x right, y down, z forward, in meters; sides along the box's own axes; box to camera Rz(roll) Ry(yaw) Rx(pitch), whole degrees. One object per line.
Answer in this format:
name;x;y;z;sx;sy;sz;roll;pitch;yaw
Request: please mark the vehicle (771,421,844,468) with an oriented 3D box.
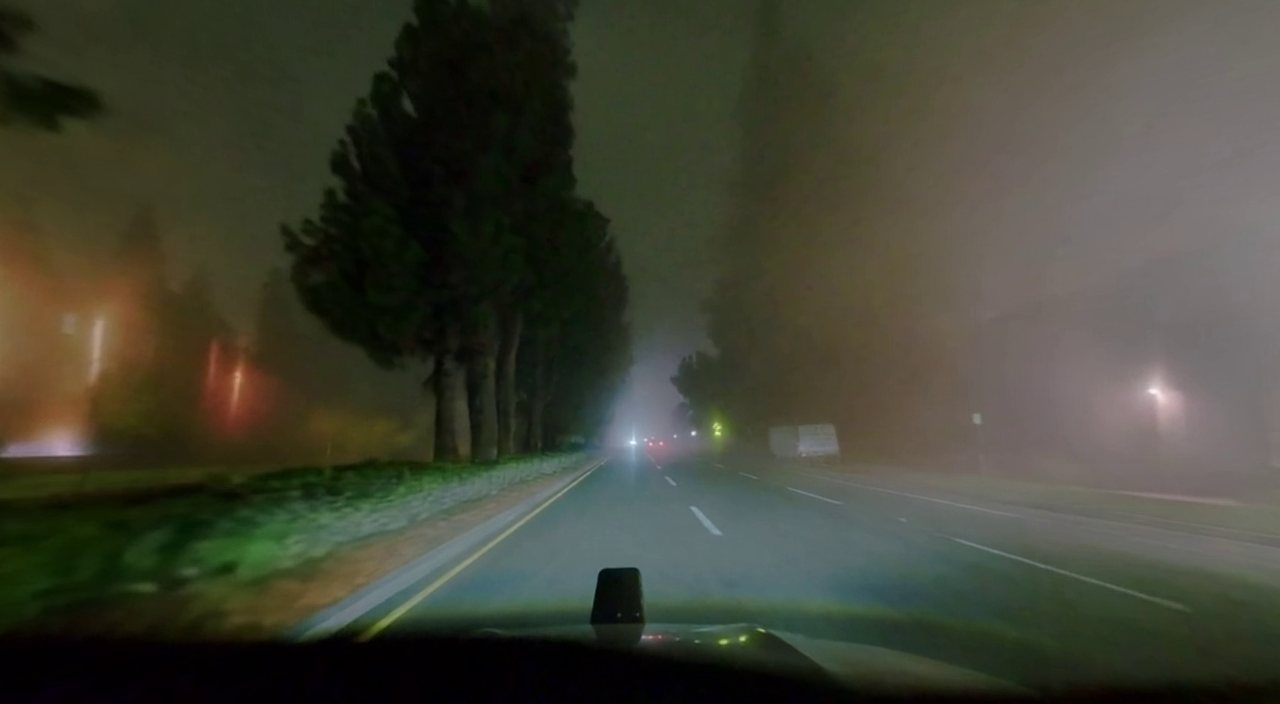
vehicle;9.818;5.538;37.713;2.456;2.534;5.930;0;-8;-3
